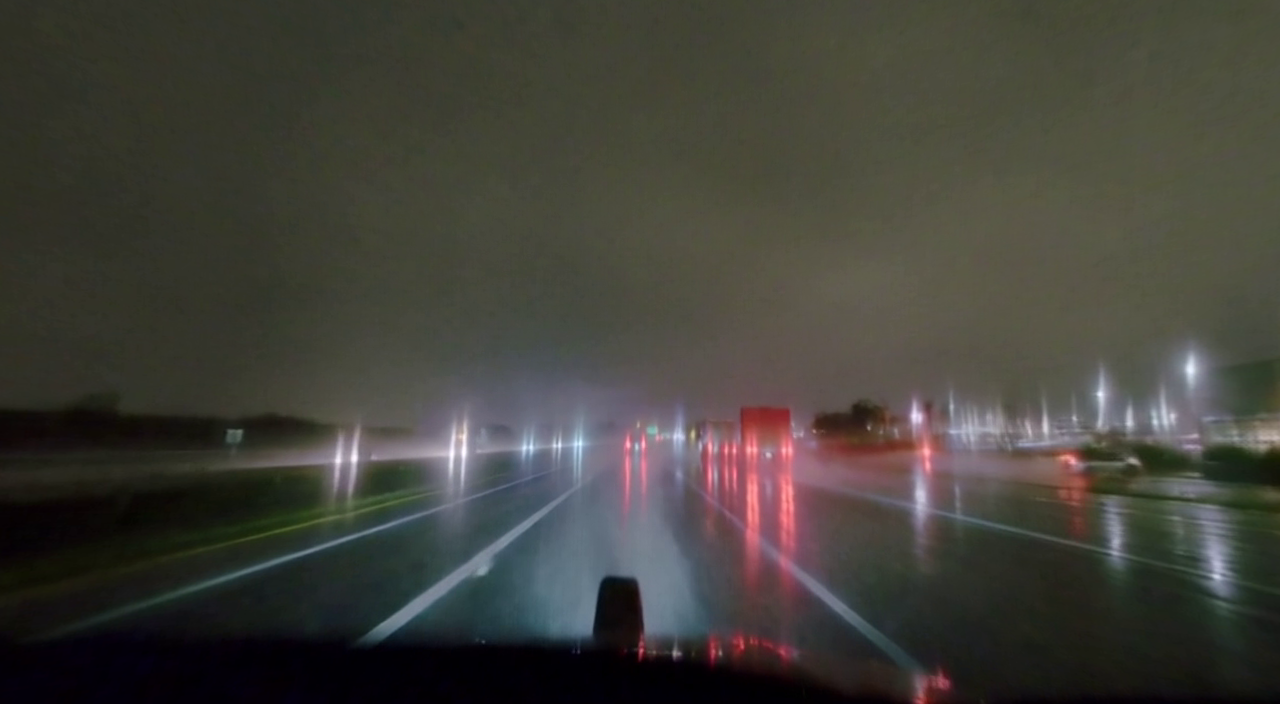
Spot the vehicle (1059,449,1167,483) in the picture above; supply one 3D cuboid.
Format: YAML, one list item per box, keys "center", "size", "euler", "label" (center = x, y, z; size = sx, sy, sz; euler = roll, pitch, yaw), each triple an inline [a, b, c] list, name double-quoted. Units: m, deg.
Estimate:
- center: [33.577, 8.091, 45.208]
  size: [2.586, 2.046, 6.710]
  euler: [-3, -8, 1]
  label: "vehicle"

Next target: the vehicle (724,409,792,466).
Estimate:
- center: [7.198, 5.392, 39.575]
  size: [2.793, 3.204, 7.997]
  euler: [0, -8, 1]
  label: "vehicle"
